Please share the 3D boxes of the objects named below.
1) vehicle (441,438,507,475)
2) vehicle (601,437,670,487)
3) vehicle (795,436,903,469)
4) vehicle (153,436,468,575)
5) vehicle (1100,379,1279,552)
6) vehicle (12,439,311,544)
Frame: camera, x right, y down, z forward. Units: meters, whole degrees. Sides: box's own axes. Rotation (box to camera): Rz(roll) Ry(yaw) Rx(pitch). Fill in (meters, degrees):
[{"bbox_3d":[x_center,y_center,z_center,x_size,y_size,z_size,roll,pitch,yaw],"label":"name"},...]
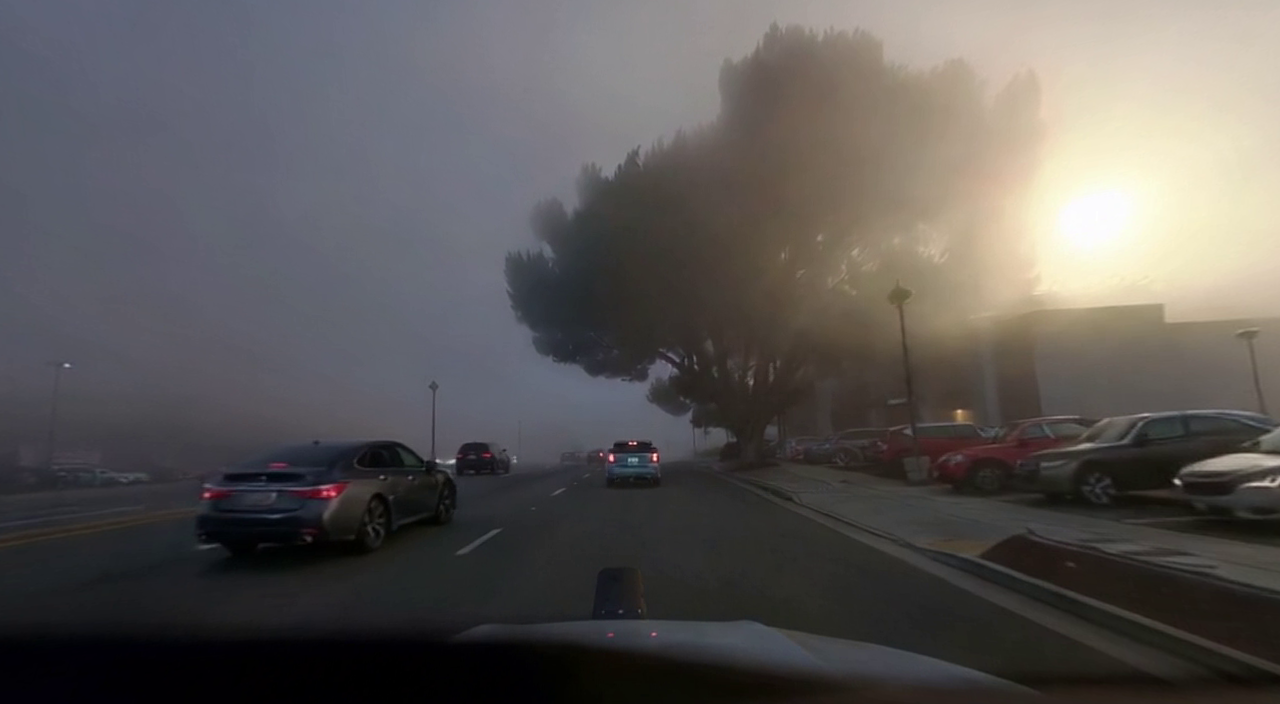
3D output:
[{"bbox_3d":[-8.109,5.147,31.292,2.038,1.649,4.665,0,-8,0],"label":"vehicle"},{"bbox_3d":[-0.196,3.575,20.786,2.061,1.469,3.954,0,-8,-2],"label":"vehicle"},{"bbox_3d":[10.164,4.909,30.945,4.619,1.523,1.873,0,-8,2],"label":"vehicle"},{"bbox_3d":[-4.159,1.991,9.164,1.973,1.456,4.850,0,-8,0],"label":"vehicle"},{"bbox_3d":[9.058,1.086,7.459,5.501,1.720,2.257,-4,-8,-4],"label":"vehicle"},{"bbox_3d":[-7.896,2.292,11.109,2.009,1.470,4.179,0,-8,-1],"label":"vehicle"}]
